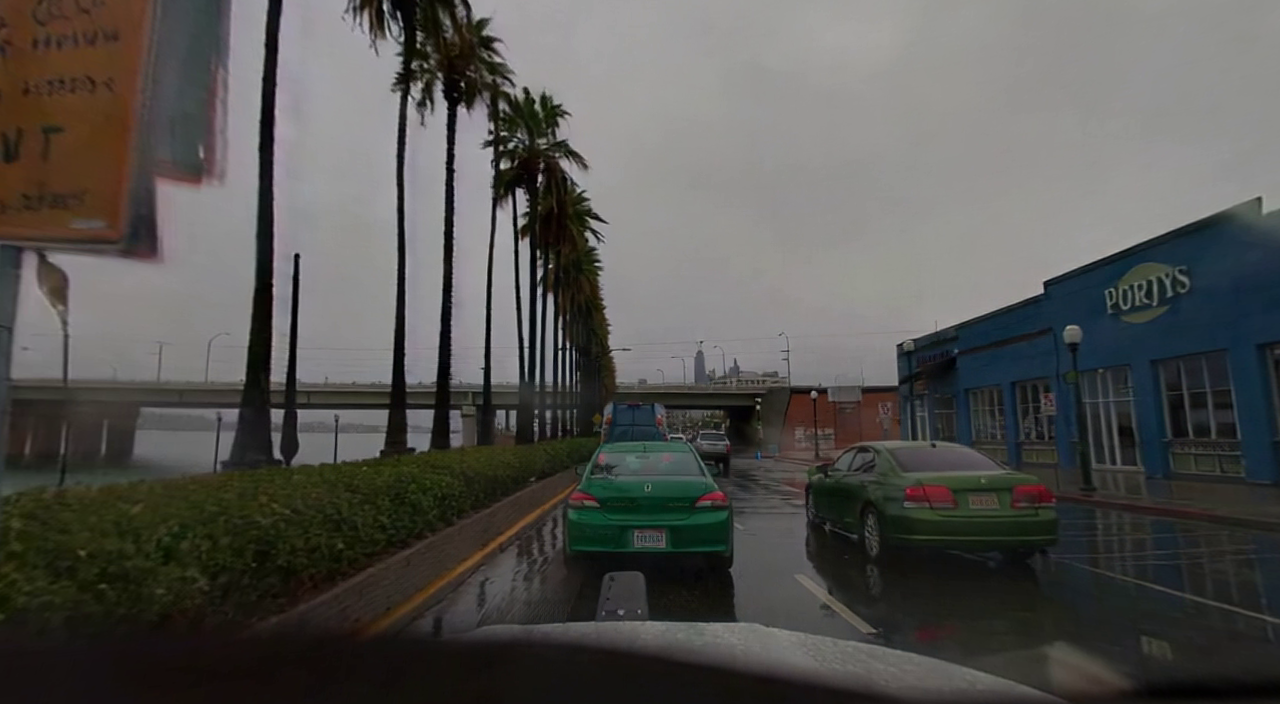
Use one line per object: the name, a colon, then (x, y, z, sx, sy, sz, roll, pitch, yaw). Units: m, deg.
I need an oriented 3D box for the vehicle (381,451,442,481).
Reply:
vehicle: (-14.952, 7.474, 41.705, 2.104, 1.802, 4.852, 0, -9, 1)

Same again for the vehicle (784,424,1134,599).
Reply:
vehicle: (3.273, 1.716, 7.727, 1.920, 1.490, 4.417, 0, -9, -1)

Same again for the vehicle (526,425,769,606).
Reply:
vehicle: (0.060, 1.667, 7.256, 2.048, 1.503, 3.681, 0, -9, 0)
